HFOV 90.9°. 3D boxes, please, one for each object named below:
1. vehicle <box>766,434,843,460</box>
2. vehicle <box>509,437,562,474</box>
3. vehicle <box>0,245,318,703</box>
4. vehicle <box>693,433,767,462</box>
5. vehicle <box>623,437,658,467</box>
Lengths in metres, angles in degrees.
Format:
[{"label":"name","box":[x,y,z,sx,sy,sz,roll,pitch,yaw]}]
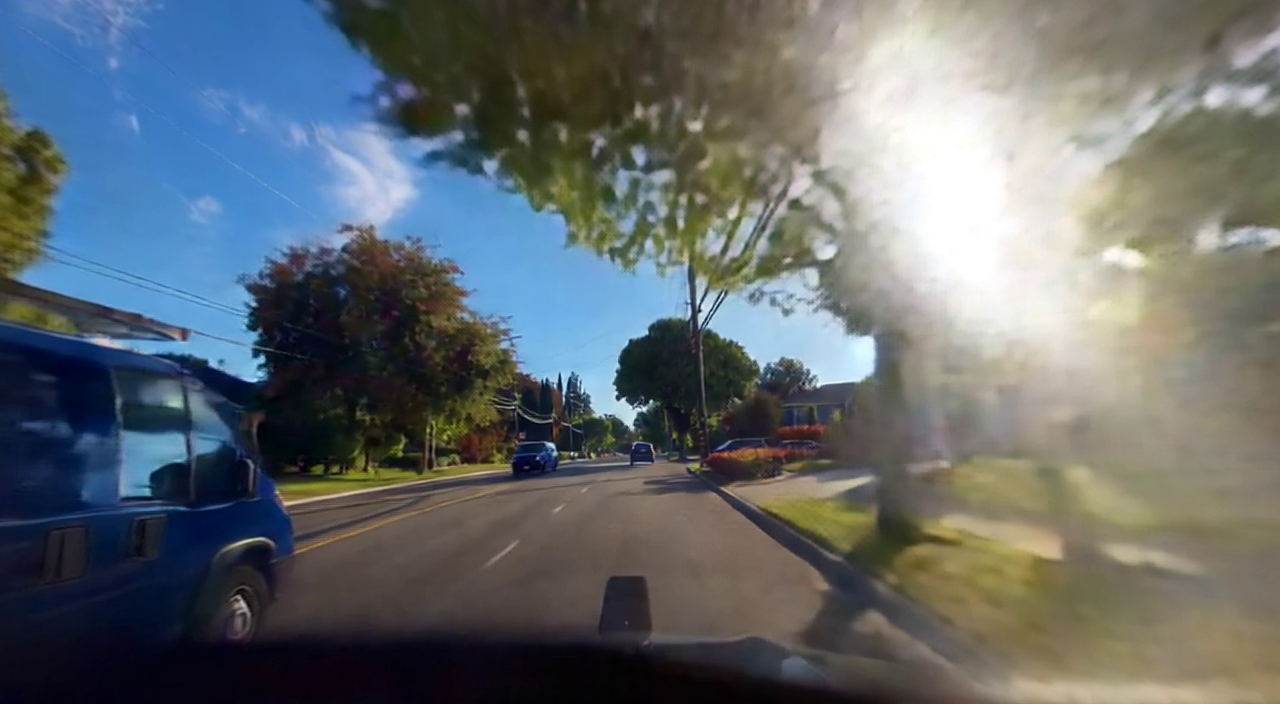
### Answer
[{"label":"vehicle","box":[10.343,6.014,39.902,4.295,1.505,1.918,-1,-8,1]},{"label":"vehicle","box":[-6.507,6.519,40.091,2.333,2.165,5.436,0,-8,1]},{"label":"vehicle","box":[-3.653,0.575,1.761,2.336,2.152,5.866,0,-8,1]},{"label":"vehicle","box":[6.731,7.121,46.902,5.012,1.711,2.457,-6,-8,15]},{"label":"vehicle","box":[0.051,6.237,39.439,2.120,1.718,3.909,0,-8,0]}]
